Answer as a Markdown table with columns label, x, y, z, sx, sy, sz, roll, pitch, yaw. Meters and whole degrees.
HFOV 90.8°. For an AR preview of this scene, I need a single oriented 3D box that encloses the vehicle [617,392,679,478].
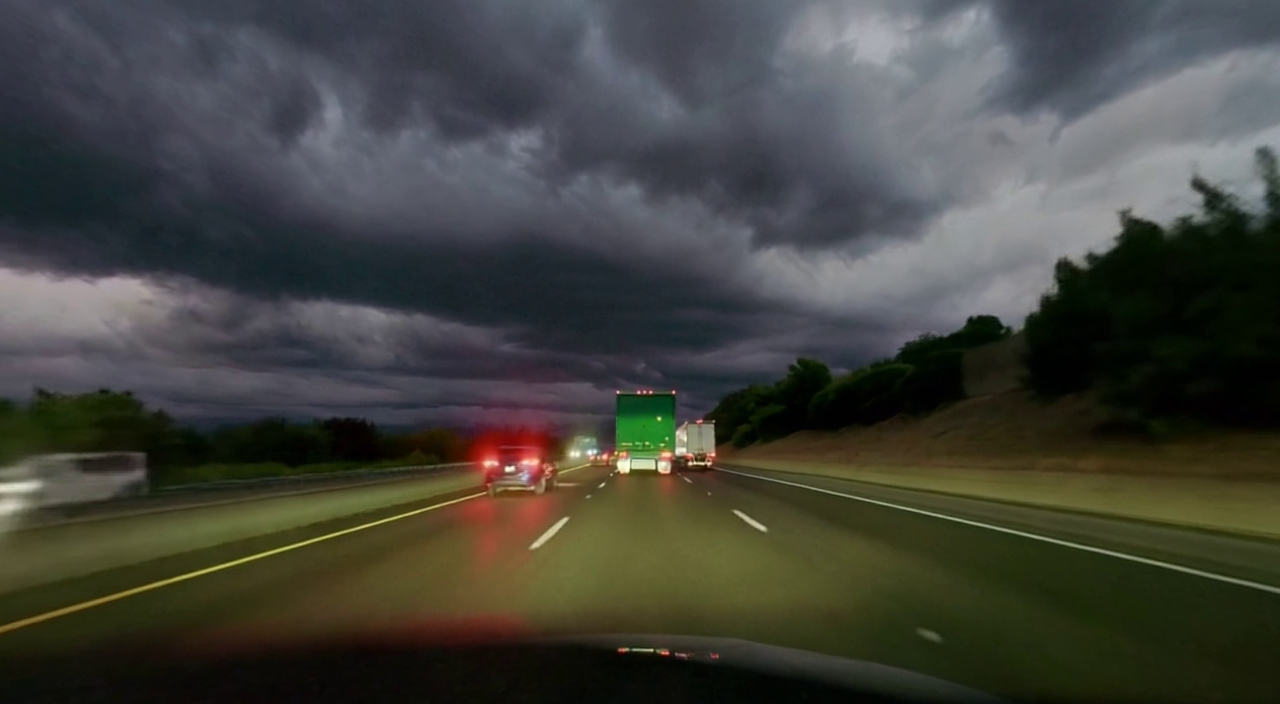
| label | x | y | z | sx | sy | sz | roll | pitch | yaw |
| --- | --- | --- | --- | --- | --- | --- | --- | --- | --- |
| vehicle | 0.349 | 4.804 | 35.648 | 2.932 | 4.042 | 11.054 | 0 | -9 | 0 |

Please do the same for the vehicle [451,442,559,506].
| label | x | y | z | sx | sy | sz | roll | pitch | yaw |
| --- | --- | --- | --- | --- | --- | --- | --- | --- | --- |
| vehicle | -3.541 | 3.288 | 17.397 | 2.050 | 1.517 | 3.996 | 0 | -9 | 1 |

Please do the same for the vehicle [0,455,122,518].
| label | x | y | z | sx | sy | sz | roll | pitch | yaw |
| --- | --- | --- | --- | --- | --- | --- | --- | --- | --- |
| vehicle | -18.461 | 3.907 | 18.621 | 2.015 | 1.655 | 5.025 | 0 | -9 | 0 |
